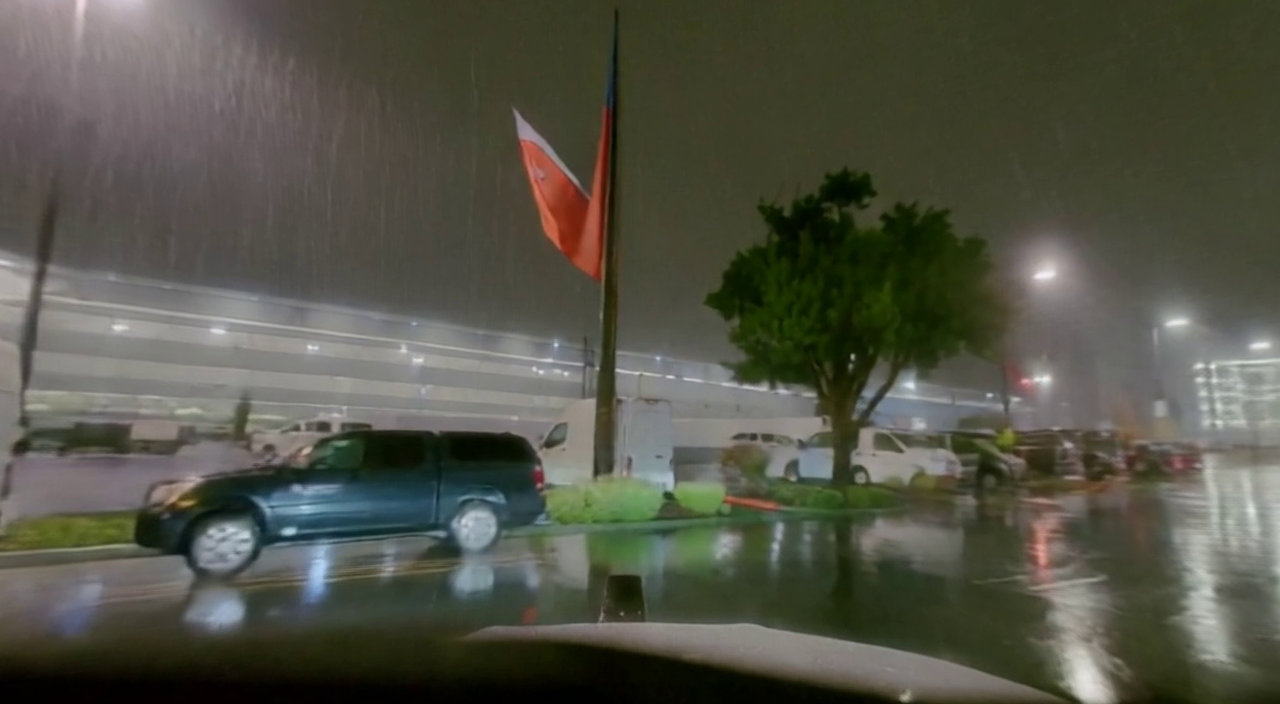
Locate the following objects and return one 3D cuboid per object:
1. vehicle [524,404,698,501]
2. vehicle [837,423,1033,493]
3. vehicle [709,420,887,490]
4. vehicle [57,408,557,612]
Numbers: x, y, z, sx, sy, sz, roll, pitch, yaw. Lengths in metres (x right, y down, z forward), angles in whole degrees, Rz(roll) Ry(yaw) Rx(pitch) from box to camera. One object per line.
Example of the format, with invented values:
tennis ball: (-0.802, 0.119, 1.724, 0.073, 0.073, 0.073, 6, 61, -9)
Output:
vehicle: (-1.096, 2.880, 18.354, 2.491, 2.324, 5.986, 5, -10, -30)
vehicle: (10.866, 3.936, 24.070, 2.242, 2.227, 6.505, 3, -8, -30)
vehicle: (5.385, 3.657, 22.924, 2.228, 2.126, 6.632, 3, -8, -29)
vehicle: (-3.811, 1.794, 8.148, 4.992, 1.894, 2.043, 5, -9, -31)
